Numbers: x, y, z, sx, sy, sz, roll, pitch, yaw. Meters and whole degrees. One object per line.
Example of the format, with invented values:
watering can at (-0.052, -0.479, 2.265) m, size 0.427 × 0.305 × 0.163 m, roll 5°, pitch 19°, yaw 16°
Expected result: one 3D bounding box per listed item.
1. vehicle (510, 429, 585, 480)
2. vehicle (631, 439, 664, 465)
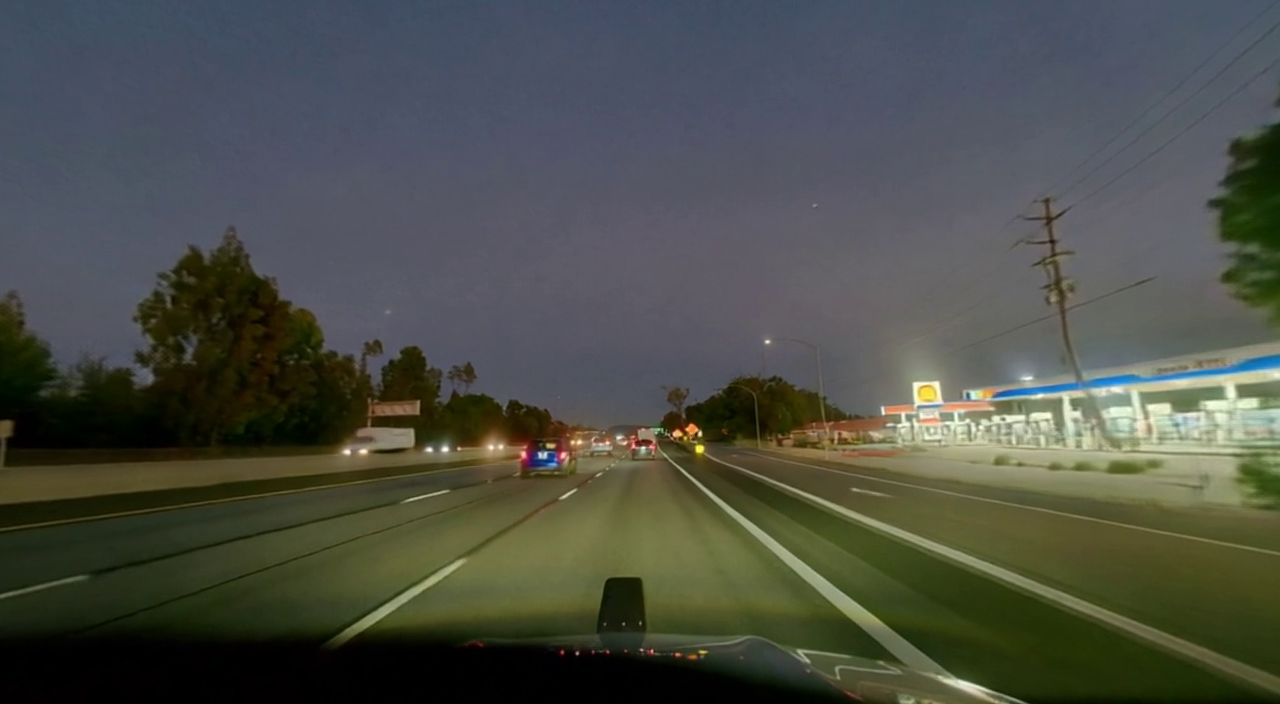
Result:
vehicle at (-3.697, 4.193, 26.072) m, size 2.273 × 1.884 × 4.515 m, roll 0°, pitch -8°, yaw 2°
vehicle at (0.441, 6.381, 40.265) m, size 1.982 × 1.524 × 3.800 m, roll 1°, pitch -8°, yaw -1°
